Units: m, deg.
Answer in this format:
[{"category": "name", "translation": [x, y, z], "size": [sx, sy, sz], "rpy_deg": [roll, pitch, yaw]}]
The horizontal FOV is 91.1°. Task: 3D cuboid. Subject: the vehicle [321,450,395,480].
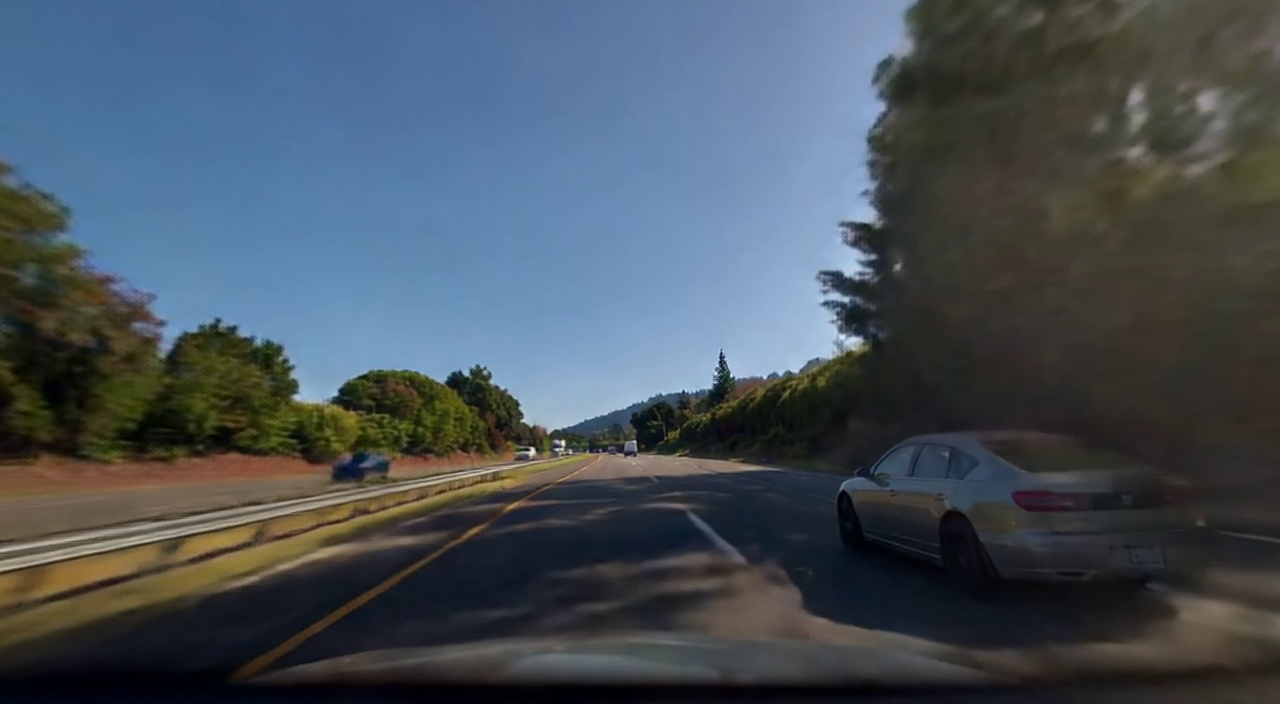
[{"category": "vehicle", "translation": [-14.892, 5.955, 33.465], "size": [1.996, 1.471, 4.494], "rpy_deg": [0, -9, -2]}]
